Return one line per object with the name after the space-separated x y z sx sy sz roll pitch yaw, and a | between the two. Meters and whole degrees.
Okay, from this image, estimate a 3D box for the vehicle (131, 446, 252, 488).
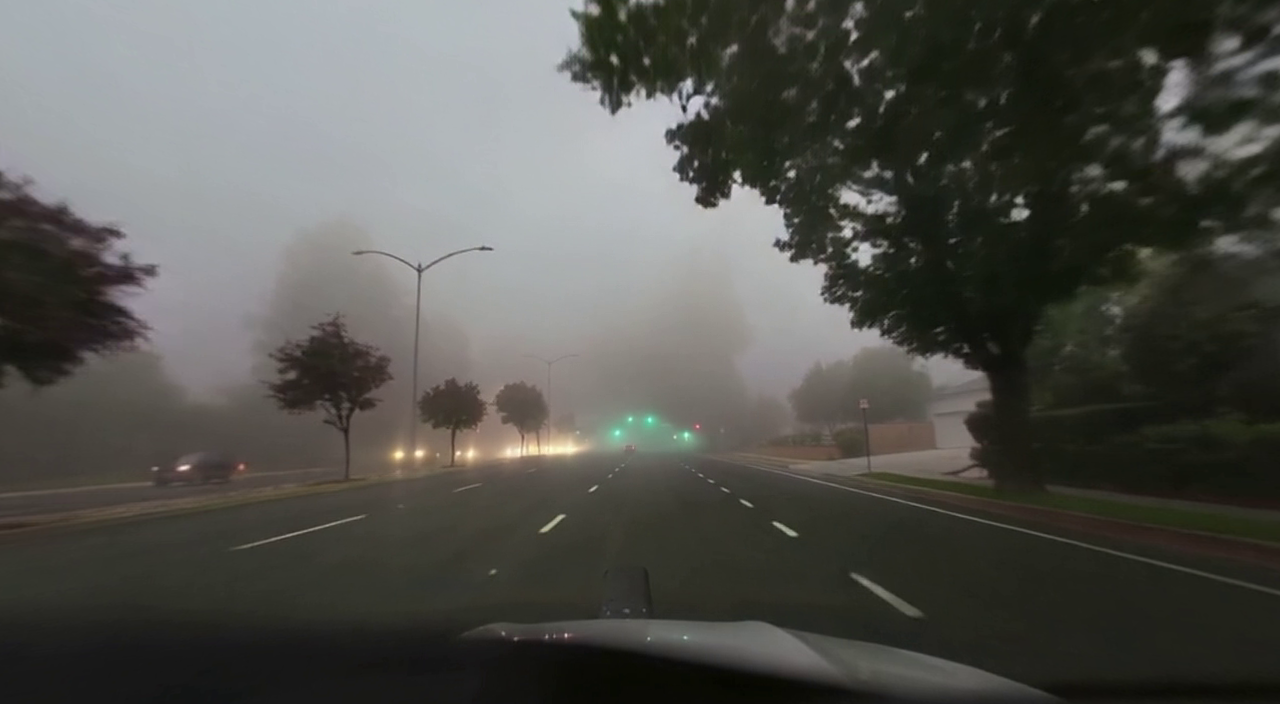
-20.369 5.186 28.918 2.103 1.731 4.598 0 -9 1 | vehicle

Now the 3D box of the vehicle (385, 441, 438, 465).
-16.806 7.452 46.599 2.118 1.661 4.507 -1 -9 1 | vehicle
